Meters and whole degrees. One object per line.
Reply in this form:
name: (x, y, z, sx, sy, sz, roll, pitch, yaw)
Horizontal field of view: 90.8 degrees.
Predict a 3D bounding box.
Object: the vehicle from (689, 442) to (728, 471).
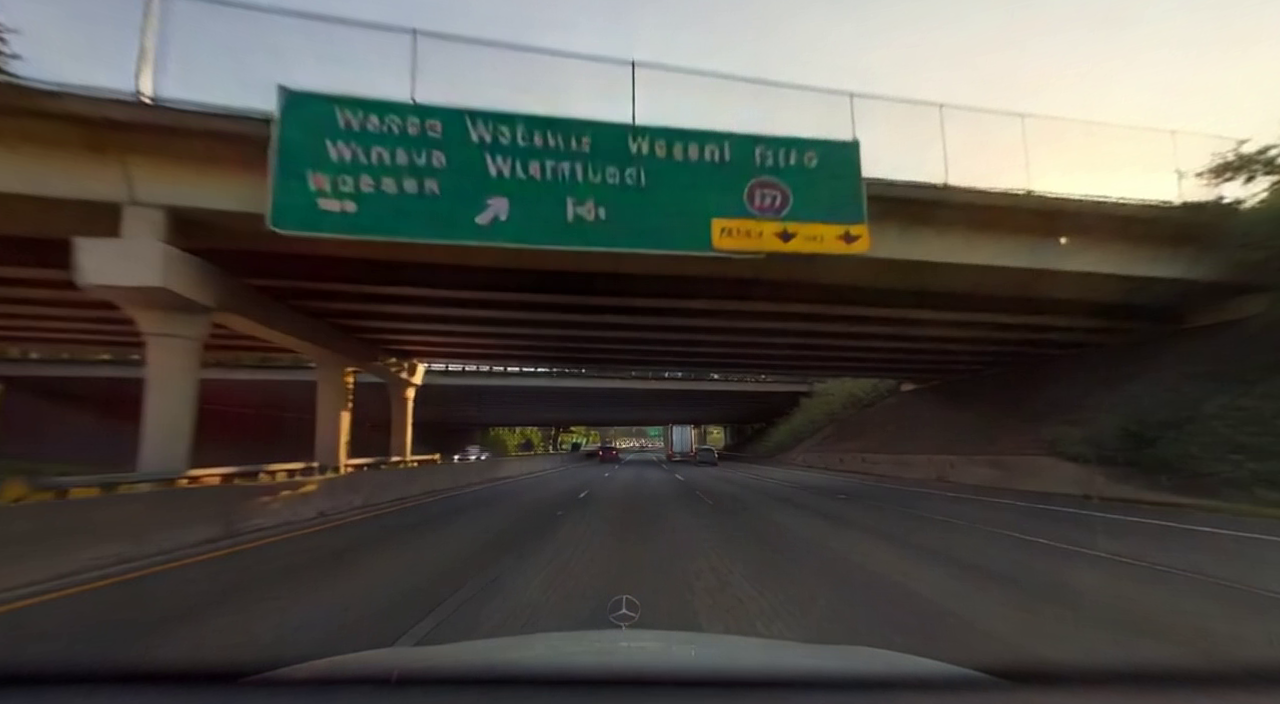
vehicle: (4.727, 7.236, 44.032, 2.100, 1.889, 4.969, 0, -9, -1)
